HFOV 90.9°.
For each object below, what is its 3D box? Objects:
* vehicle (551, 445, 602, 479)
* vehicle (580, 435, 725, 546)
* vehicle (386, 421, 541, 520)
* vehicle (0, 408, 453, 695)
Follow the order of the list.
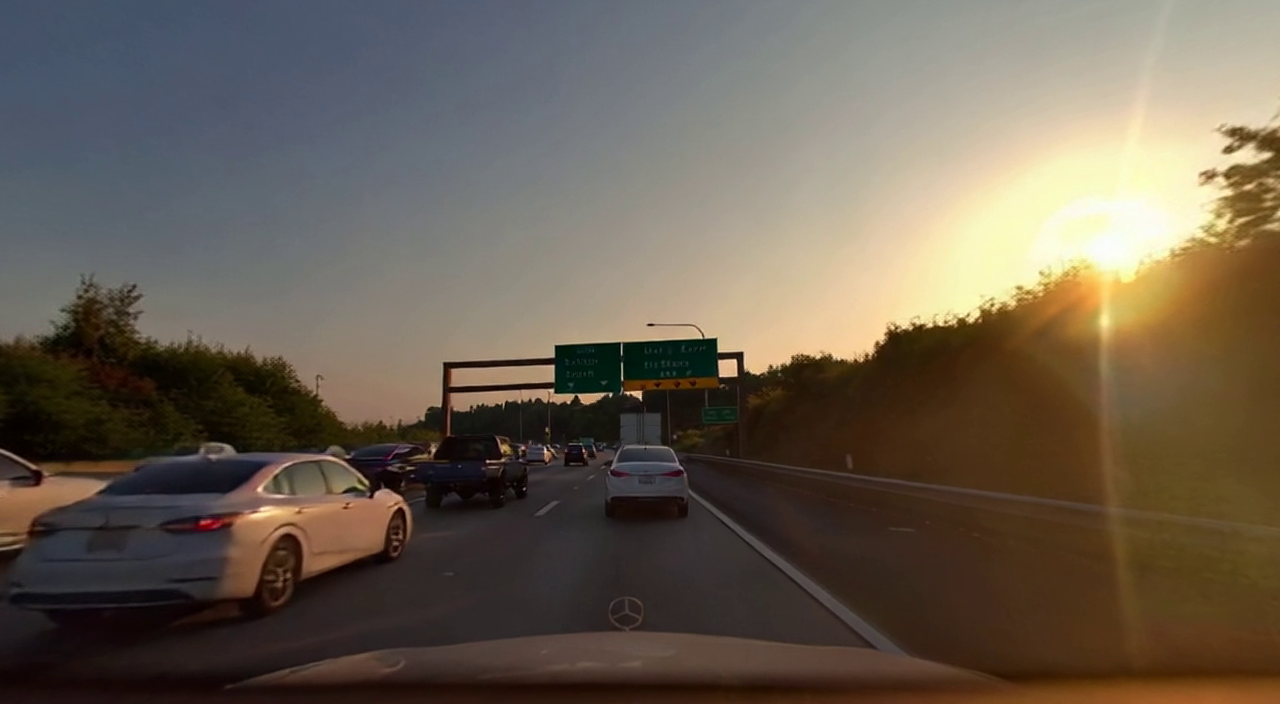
[{"bbox_3d":[-2.880,5.124,29.509,1.998,1.466,3.684,0,-9,0],"label":"vehicle"},{"bbox_3d":[0.161,2.179,10.426,1.995,1.495,3.380,0,-9,0],"label":"vehicle"},{"bbox_3d":[-3.675,2.591,14.193,2.051,1.829,4.736,0,-9,1],"label":"vehicle"},{"bbox_3d":[-3.342,1.389,5.552,1.980,1.491,4.340,0,-9,1],"label":"vehicle"}]
